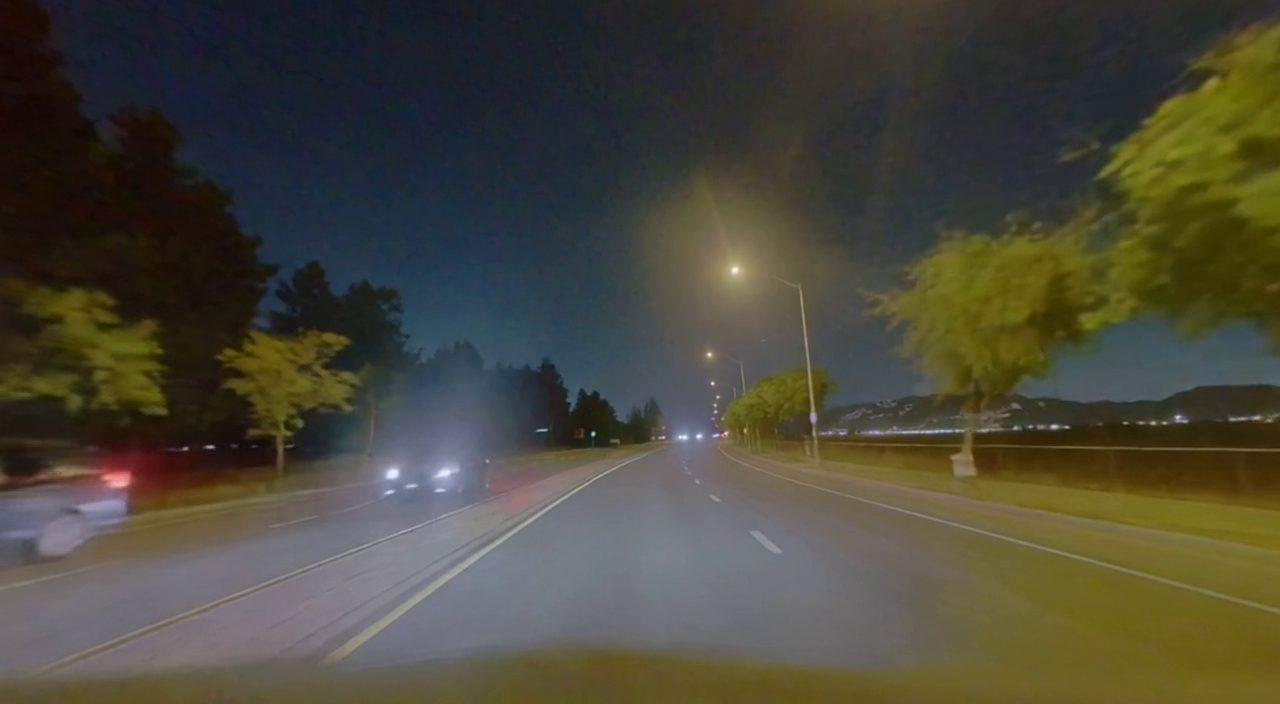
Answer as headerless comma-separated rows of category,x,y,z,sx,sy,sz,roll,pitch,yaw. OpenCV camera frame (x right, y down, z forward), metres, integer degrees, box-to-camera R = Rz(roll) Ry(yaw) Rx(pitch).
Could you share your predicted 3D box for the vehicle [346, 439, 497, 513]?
vehicle,-4.817,2.765,14.632,1.989,1.461,4.081,0,-8,1
